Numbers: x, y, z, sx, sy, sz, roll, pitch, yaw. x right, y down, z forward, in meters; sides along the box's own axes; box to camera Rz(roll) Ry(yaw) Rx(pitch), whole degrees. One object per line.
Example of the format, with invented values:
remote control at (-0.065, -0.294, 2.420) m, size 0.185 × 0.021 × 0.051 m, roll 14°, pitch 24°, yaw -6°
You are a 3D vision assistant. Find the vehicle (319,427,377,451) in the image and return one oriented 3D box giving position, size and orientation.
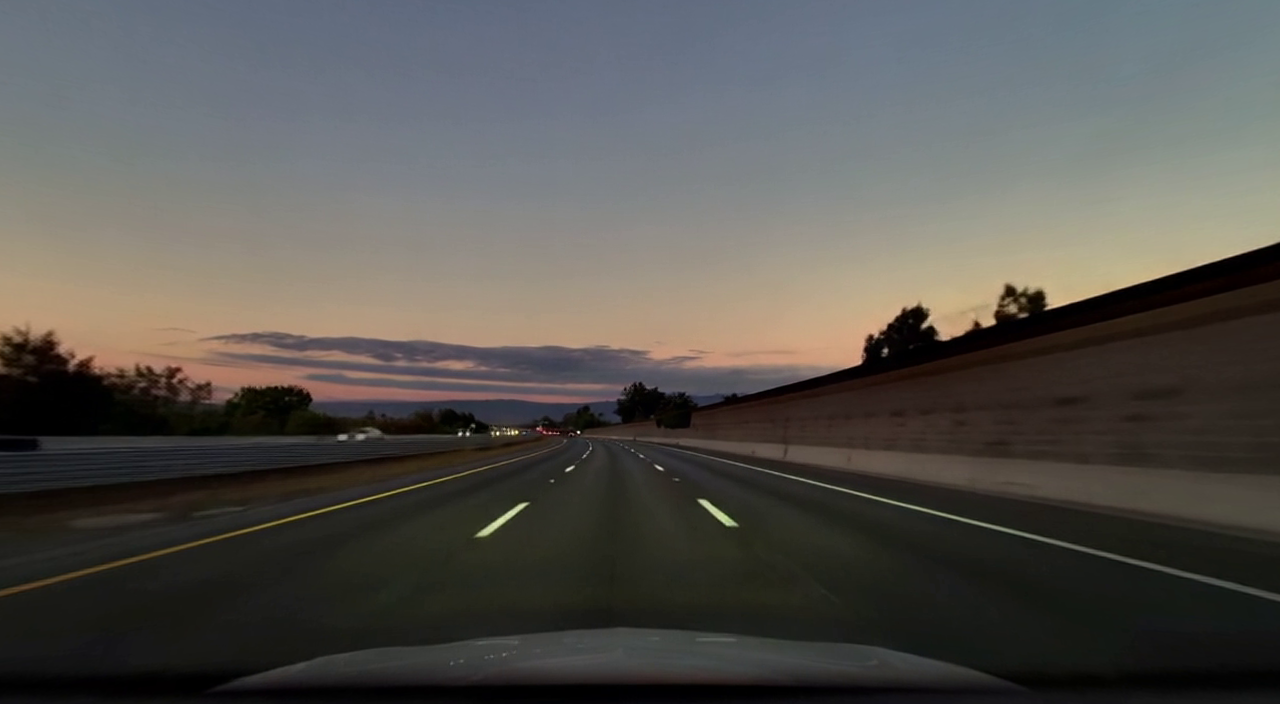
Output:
vehicle at (-19.188, 5.714, 41.600) m, size 1.813 × 1.500 × 4.517 m, roll 0°, pitch -8°, yaw -2°
